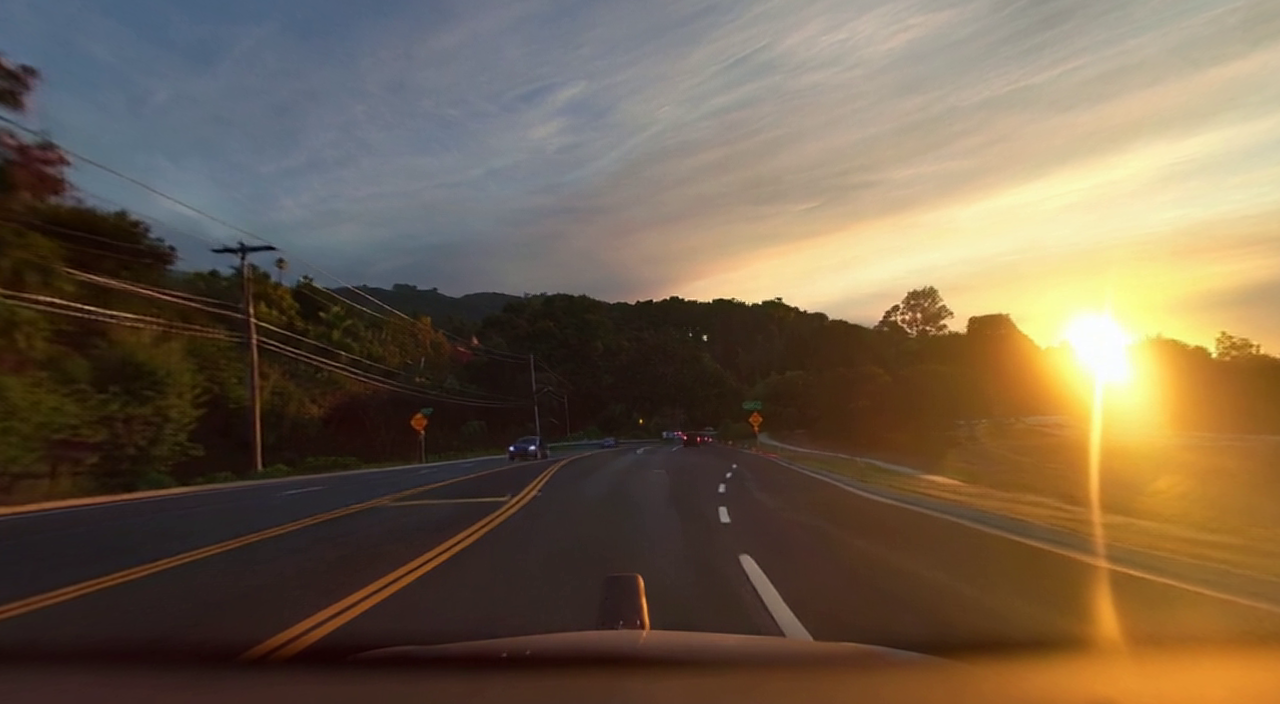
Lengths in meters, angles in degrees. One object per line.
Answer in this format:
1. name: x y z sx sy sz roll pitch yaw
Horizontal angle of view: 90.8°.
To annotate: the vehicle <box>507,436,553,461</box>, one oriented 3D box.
1. vehicle: -6.945 6.163 40.390 1.909 1.467 4.579 -1 -9 3
